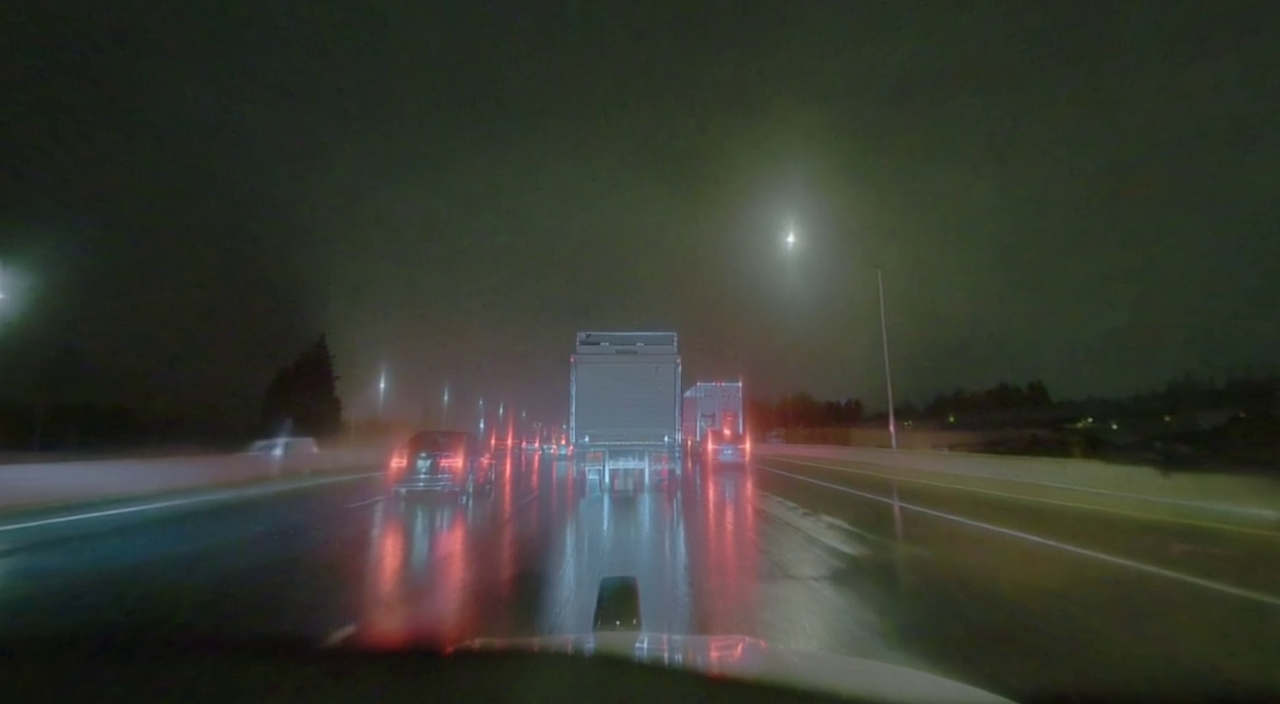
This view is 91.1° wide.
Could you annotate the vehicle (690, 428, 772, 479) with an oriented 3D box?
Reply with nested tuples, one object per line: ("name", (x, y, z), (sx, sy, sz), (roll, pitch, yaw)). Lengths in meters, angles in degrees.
("vehicle", (2.890, 3.307, 20.858), (1.976, 1.513, 4.065), (0, -8, -2))

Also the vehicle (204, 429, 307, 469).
("vehicle", (-19.751, 4.993, 32.617), (2.233, 1.914, 4.893), (0, -8, -1))

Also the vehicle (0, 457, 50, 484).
("vehicle", (-39.003, 7.246, 38.316), (1.762, 1.501, 4.228), (-1, -8, 6))

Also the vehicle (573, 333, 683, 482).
("vehicle", (-0.450, 2.132, 21.938), (2.938, 4.033, 9.980), (0, -8, -1))

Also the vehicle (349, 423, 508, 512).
("vehicle", (-4.008, 2.220, 12.648), (1.882, 1.493, 3.828), (0, -8, 0))
